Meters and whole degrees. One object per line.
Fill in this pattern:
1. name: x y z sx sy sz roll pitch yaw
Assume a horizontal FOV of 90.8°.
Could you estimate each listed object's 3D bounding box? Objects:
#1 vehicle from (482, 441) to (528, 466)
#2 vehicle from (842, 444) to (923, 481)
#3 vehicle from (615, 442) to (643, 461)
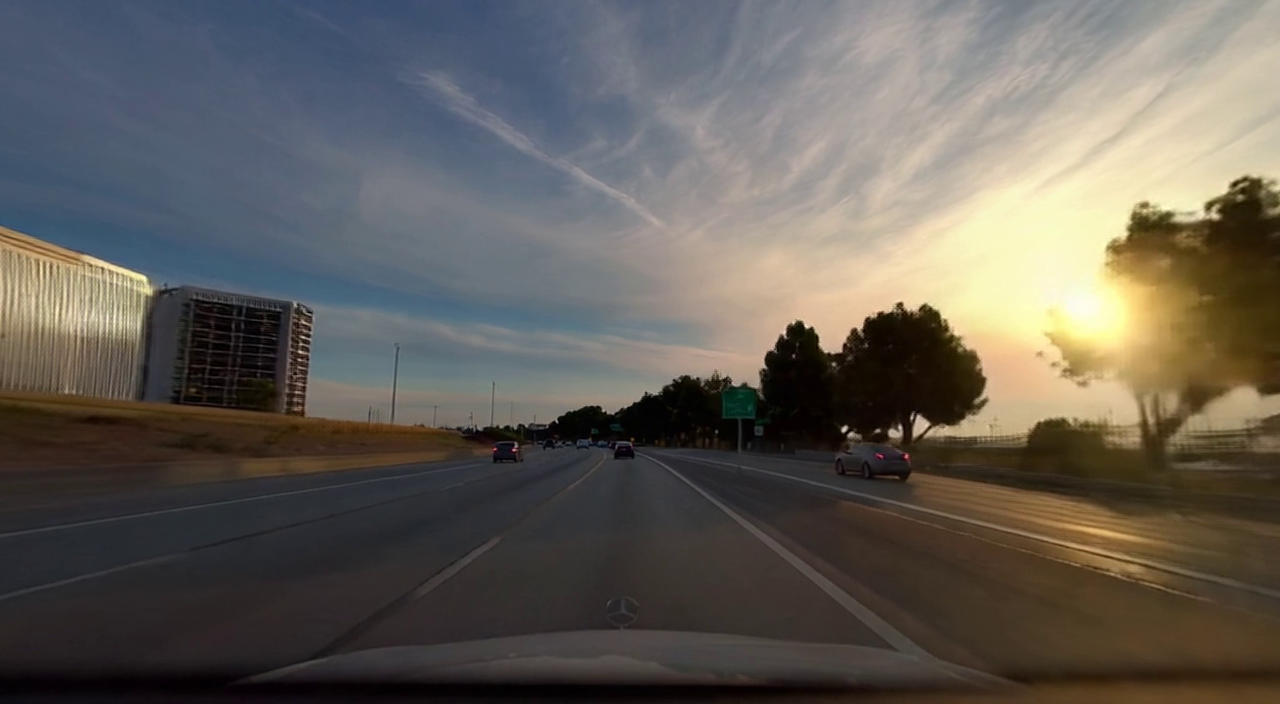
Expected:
1. vehicle: -8.372 6.355 39.597 2.009 1.454 4.250 0 -9 -1
2. vehicle: 12.553 5.702 33.022 2.023 1.782 4.193 1 -9 -9
3. vehicle: -0.867 7.655 48.770 2.038 1.414 4.357 0 -9 -2
